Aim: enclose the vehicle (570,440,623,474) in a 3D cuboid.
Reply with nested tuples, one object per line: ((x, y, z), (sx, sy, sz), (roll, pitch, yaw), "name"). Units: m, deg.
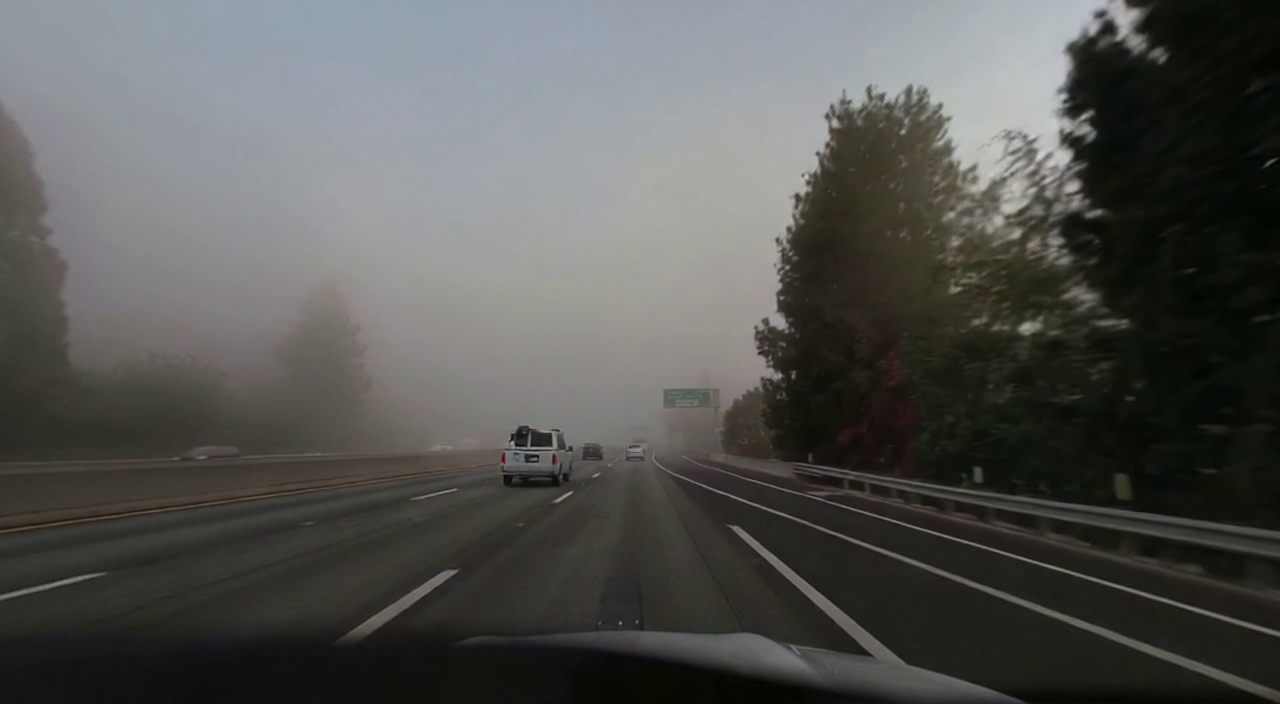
((-2.078, 5.190, 31.484), (2.068, 1.539, 4.720), (-1, -9, 3), "vehicle")

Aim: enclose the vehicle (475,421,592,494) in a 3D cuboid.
((-3.106, 3.280, 19.947), (2.497, 1.957, 5.432), (-1, -9, 3), "vehicle")

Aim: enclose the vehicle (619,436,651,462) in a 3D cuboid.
((-0.362, 7.414, 48.281), (2.306, 1.857, 4.657), (0, -9, 0), "vehicle")
